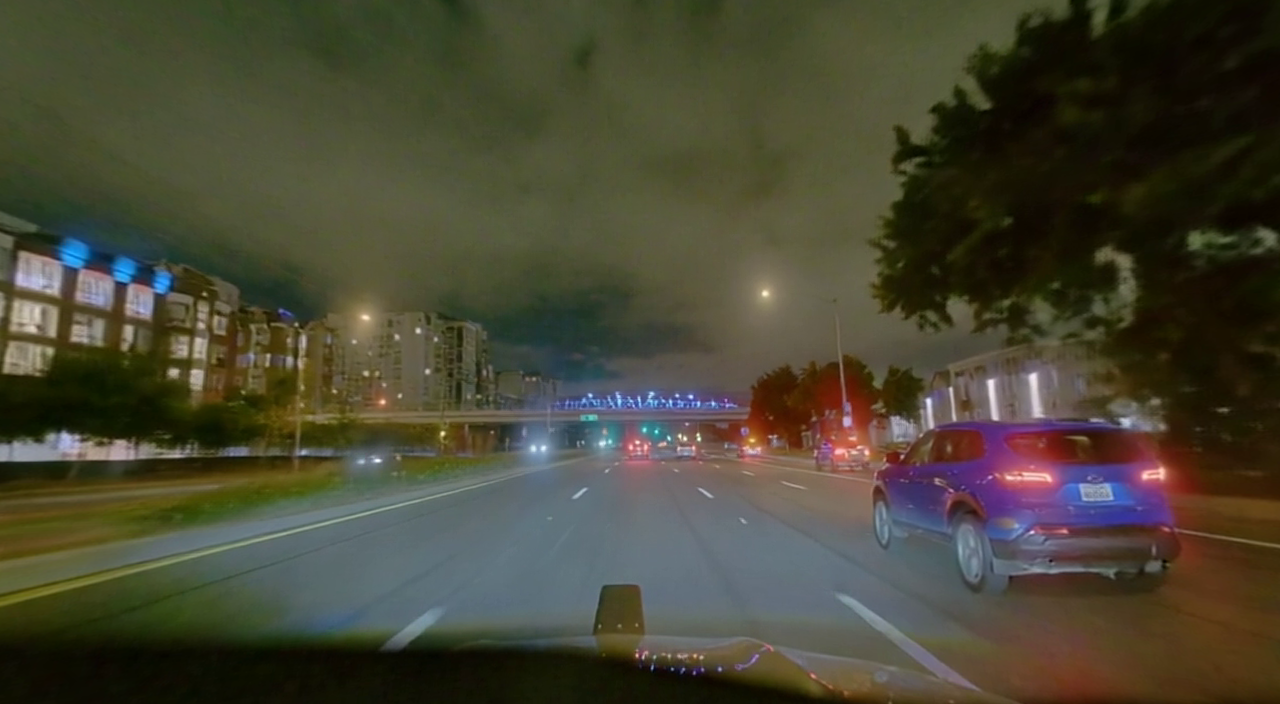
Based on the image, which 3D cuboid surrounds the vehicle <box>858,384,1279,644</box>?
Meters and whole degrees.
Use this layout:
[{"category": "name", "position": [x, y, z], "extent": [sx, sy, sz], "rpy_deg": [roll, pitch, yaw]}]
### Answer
[{"category": "vehicle", "position": [4.175, 1.424, 6.642], "extent": [2.130, 1.741, 4.665], "rpy_deg": [0, -8, 1]}]

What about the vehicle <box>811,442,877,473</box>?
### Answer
[{"category": "vehicle", "position": [10.296, 5.327, 32.157], "extent": [1.888, 1.468, 4.175], "rpy_deg": [0, -8, -1]}]

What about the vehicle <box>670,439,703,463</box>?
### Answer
[{"category": "vehicle", "position": [3.482, 7.483, 47.904], "extent": [2.165, 1.708, 3.928], "rpy_deg": [0, -8, 0]}]

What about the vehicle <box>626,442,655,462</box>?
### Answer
[{"category": "vehicle", "position": [0.039, 7.878, 49.876], "extent": [2.173, 1.498, 4.528], "rpy_deg": [0, -8, 0]}]
